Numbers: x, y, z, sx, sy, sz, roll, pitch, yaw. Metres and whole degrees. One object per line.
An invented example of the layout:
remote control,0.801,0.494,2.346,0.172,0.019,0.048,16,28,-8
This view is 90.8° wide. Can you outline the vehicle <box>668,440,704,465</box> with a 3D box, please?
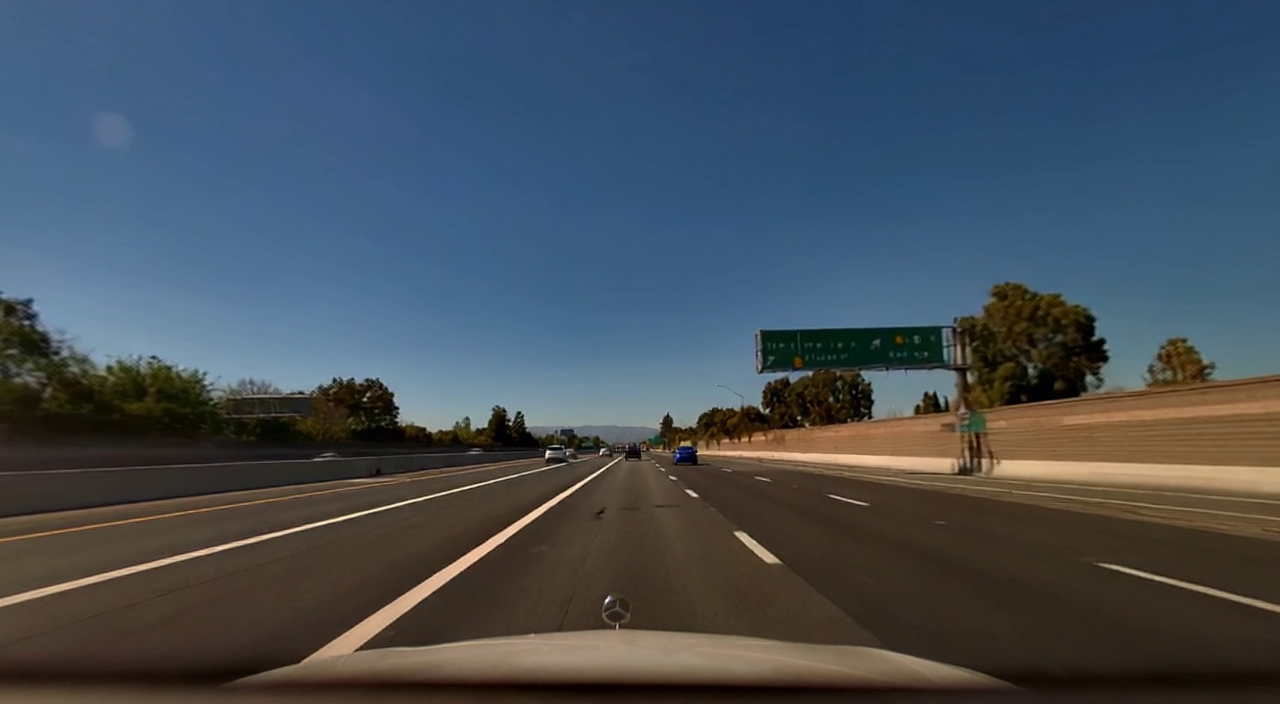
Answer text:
vehicle,3.424,7.643,48.006,2.166,1.770,4.703,0,-9,-2
